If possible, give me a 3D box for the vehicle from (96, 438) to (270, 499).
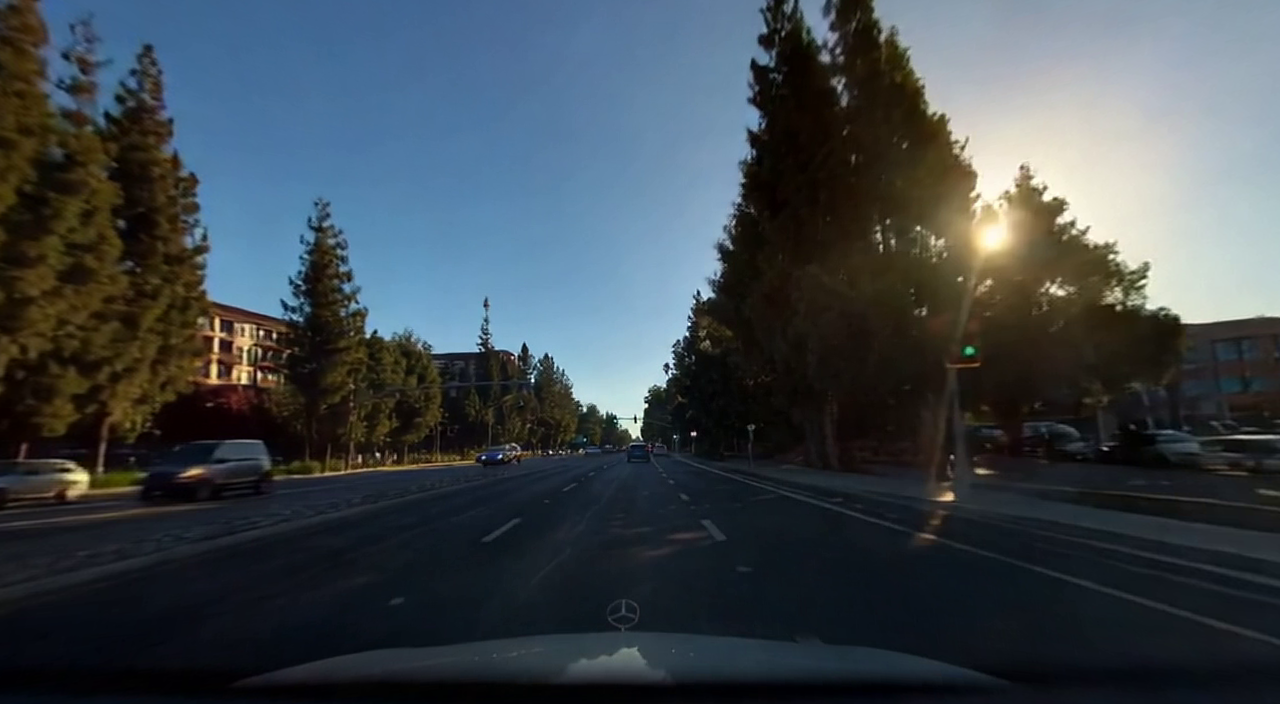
[{"bbox_3d":[-14.911,3.806,21.086,2.083,1.795,4.880,0,-9,0],"label":"vehicle"}]
